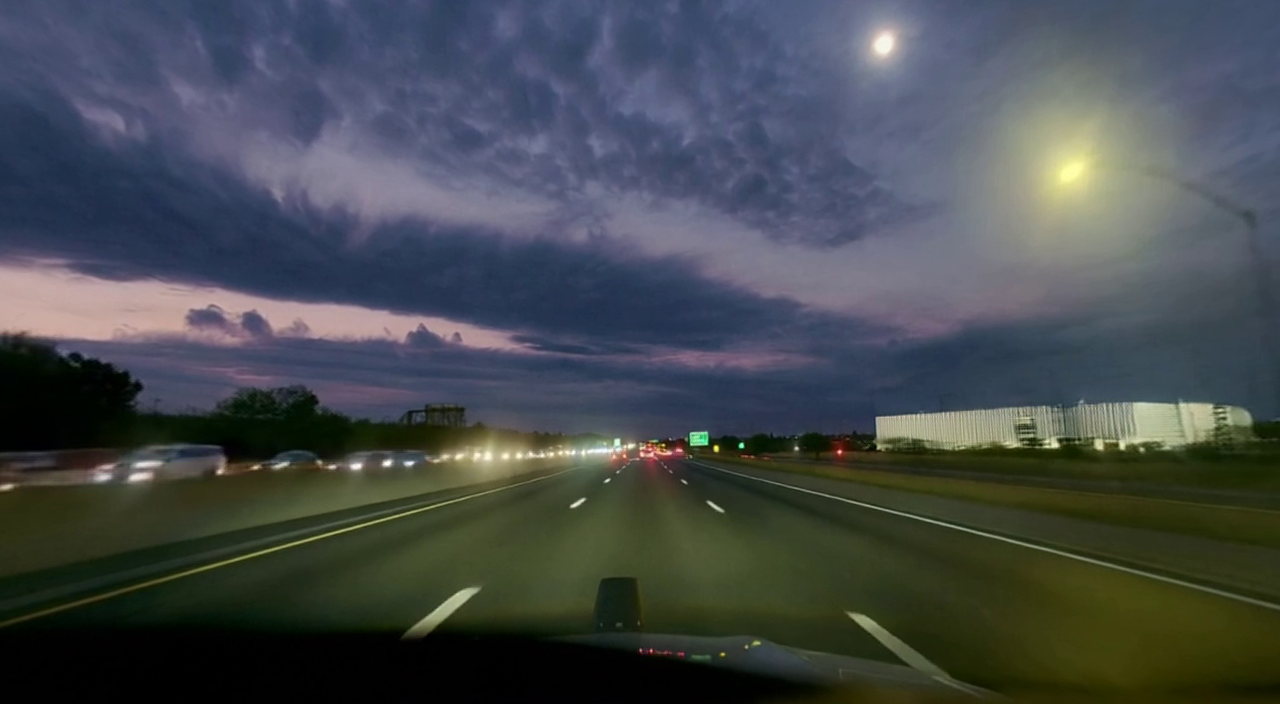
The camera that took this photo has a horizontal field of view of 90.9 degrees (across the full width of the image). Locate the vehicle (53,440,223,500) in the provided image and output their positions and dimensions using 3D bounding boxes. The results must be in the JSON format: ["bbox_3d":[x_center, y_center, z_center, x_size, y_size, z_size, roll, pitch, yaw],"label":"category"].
[{"bbox_3d":[-16.061,3.777,20.550,1.883,1.691,4.383,0,-9,0],"label":"vehicle"}]

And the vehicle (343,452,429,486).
[{"bbox_3d":[-11.690,5.379,29.410,2.007,1.427,4.564,-1,-9,2],"label":"vehicle"}]

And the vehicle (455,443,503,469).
[{"bbox_3d":[-11.415,7.413,45.112,2.060,1.730,5.120,0,-9,0],"label":"vehicle"}]

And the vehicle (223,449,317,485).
[{"bbox_3d":[-16.154,5.031,27.748,1.835,1.455,3.673,-1,-9,1],"label":"vehicle"}]

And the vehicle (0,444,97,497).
[{"bbox_3d":[-20.106,3.742,20.090,1.882,1.583,4.054,0,-9,0],"label":"vehicle"}]
